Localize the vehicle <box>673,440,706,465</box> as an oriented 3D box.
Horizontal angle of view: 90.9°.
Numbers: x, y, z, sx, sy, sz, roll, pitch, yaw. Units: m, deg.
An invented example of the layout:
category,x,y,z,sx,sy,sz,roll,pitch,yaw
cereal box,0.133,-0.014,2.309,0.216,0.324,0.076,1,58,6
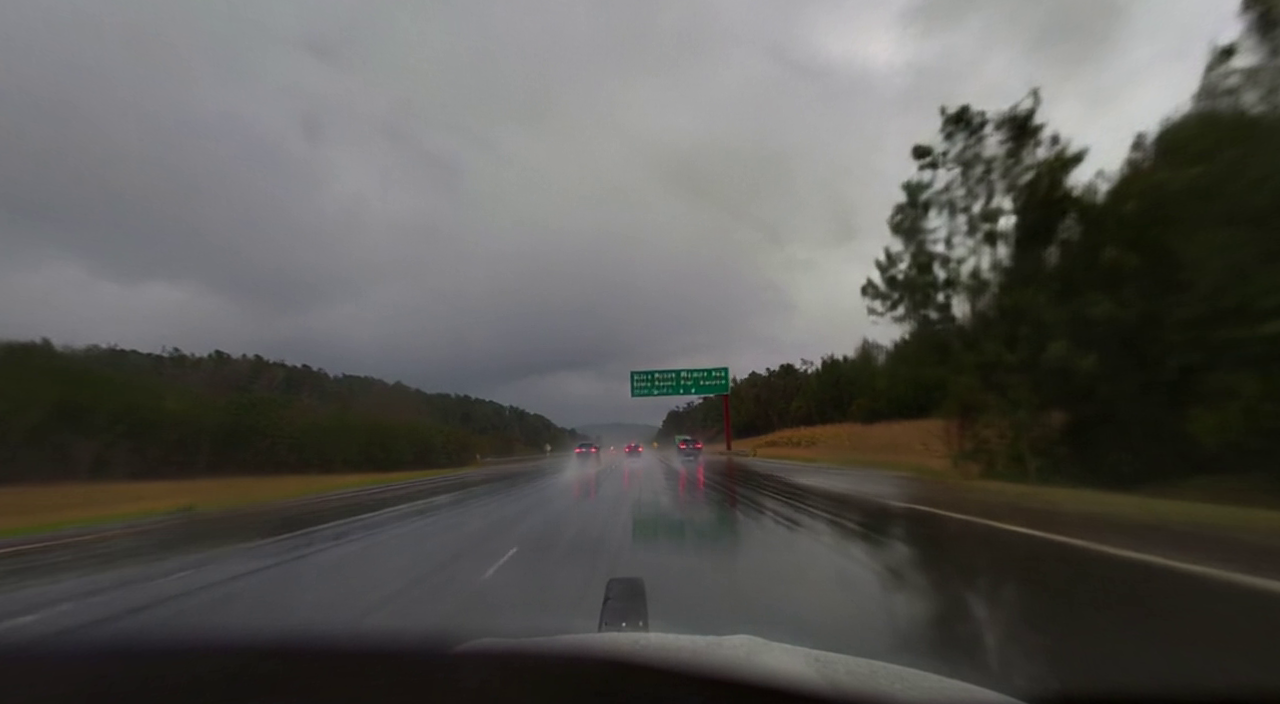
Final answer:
category,x,y,z,sx,sy,sz,roll,pitch,yaw
vehicle,3.693,7.526,47.324,1.995,1.712,4.206,0,-8,-2
